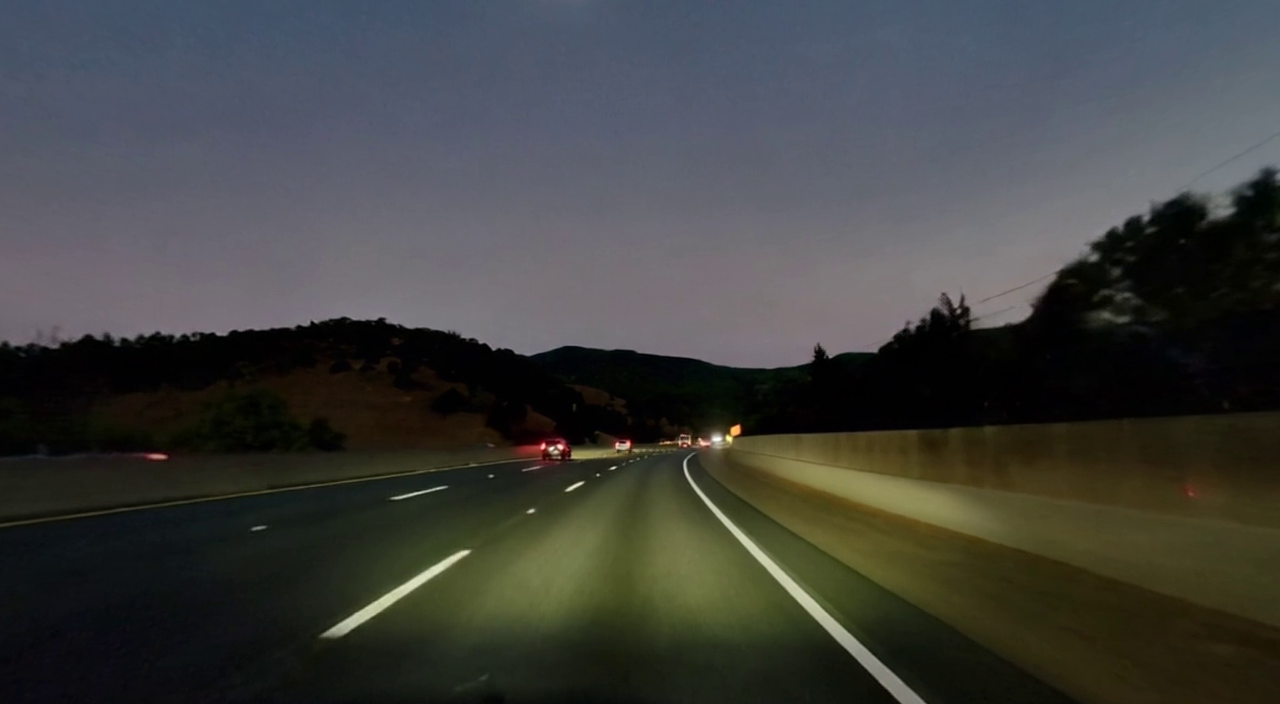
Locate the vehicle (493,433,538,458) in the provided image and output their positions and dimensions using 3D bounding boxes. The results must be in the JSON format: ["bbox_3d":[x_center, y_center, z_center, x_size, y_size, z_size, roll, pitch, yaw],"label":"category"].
[{"bbox_3d":[-9.097,6.924,46.300,2.063,1.743,4.392,0,-9,5],"label":"vehicle"}]

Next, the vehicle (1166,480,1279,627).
[{"bbox_3d":[10.308,2.787,8.009,2.325,1.972,5.577,1,-9,0],"label":"vehicle"}]

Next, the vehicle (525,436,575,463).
[{"bbox_3d":[-5.361,5.883,37.896,2.010,1.489,4.456,0,-9,5],"label":"vehicle"}]
